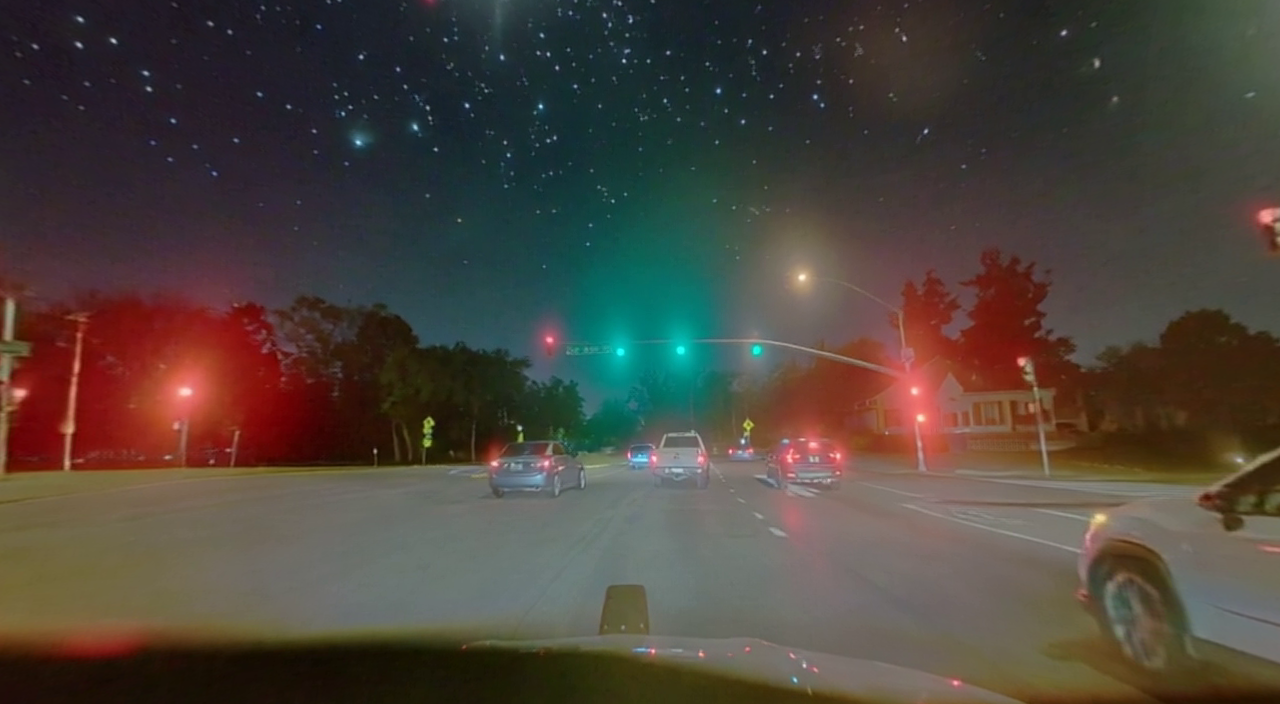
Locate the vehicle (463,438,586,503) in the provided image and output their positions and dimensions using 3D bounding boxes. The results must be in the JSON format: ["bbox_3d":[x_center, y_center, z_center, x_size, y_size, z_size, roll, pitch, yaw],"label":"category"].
[{"bbox_3d":[-2.844,3.056,16.743,2.006,1.464,4.586,-1,-9,5],"label":"vehicle"}]

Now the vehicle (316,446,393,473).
[{"bbox_3d":[-16.368,6.179,36.428,1.869,1.449,4.417,-2,-9,9],"label":"vehicle"}]

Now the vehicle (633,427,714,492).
[{"bbox_3d":[1.144,3.356,19.953,2.250,1.768,4.574,-1,-9,5],"label":"vehicle"}]

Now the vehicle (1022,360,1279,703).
[{"bbox_3d":[3.594,0.749,1.807,2.106,1.636,4.655,-1,-9,1],"label":"vehicle"}]

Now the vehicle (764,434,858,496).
[{"bbox_3d":[4.678,3.128,17.764,1.859,1.540,3.454,-1,-9,4],"label":"vehicle"}]
